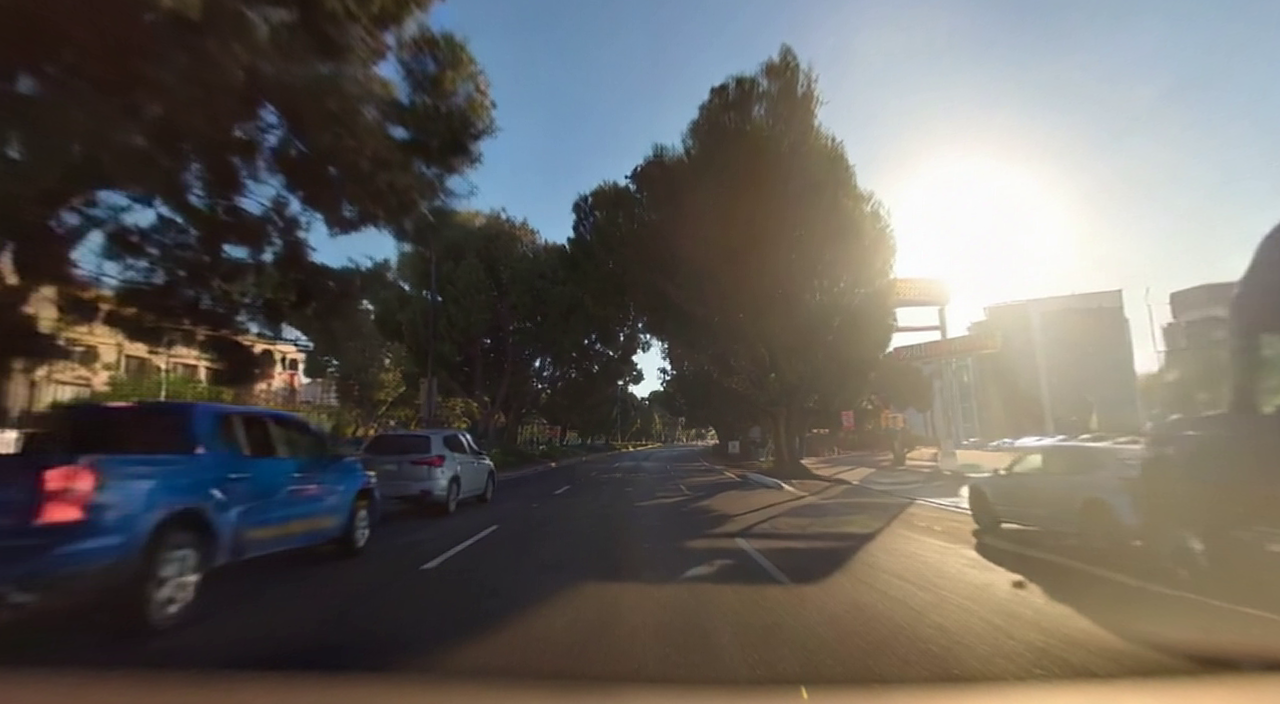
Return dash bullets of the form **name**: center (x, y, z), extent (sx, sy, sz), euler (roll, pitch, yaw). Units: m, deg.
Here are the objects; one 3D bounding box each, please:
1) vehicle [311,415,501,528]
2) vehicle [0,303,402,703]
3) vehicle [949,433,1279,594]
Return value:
- **vehicle**: center (-4.508, 2.377, 13.173), extent (2.238, 1.864, 4.740), euler (-1, -8, -1)
- **vehicle**: center (-4.488, 1.196, 6.021), extent (2.270, 2.068, 5.865), euler (0, -8, -2)
- **vehicle**: center (6.252, 1.850, 8.278), extent (2.024, 1.484, 4.585), euler (0, -8, -1)
